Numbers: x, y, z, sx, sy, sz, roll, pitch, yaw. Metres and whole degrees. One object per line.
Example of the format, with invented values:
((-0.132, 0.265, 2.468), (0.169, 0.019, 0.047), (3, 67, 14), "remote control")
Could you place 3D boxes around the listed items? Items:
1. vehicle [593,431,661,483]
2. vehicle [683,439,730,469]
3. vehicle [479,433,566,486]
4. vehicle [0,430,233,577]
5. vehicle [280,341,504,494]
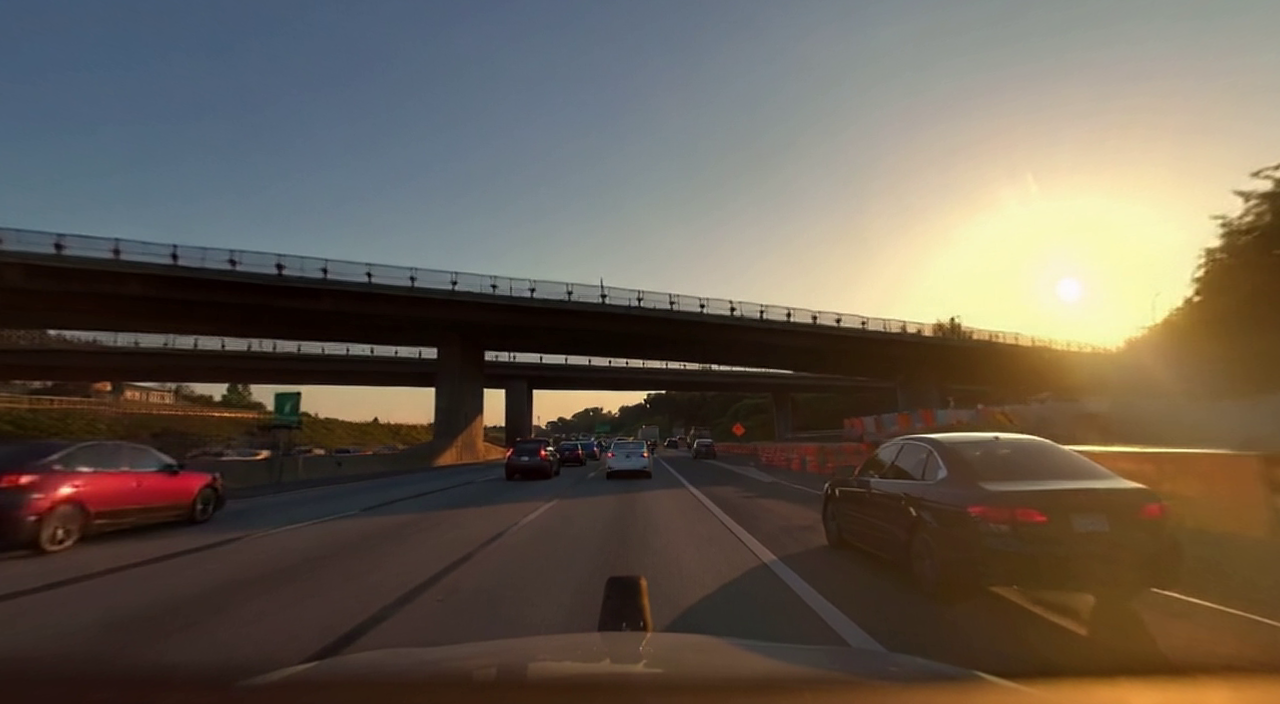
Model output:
((-0.426, 3.801, 23.118), (2.270, 1.696, 4.061), (0, -8, 0), "vehicle")
((3.443, 5.403, 33.463), (2.003, 1.465, 4.092), (0, -8, -1), "vehicle")
((-3.950, 3.709, 21.996), (2.124, 1.639, 4.344), (0, -8, 1), "vehicle")
((-7.511, 1.726, 7.629), (1.948, 1.494, 4.749), (0, -8, 1), "vehicle")
((-7.439, 2.426, 21.373), (2.959, 3.886, 10.574), (-1, -8, 2), "vehicle")
